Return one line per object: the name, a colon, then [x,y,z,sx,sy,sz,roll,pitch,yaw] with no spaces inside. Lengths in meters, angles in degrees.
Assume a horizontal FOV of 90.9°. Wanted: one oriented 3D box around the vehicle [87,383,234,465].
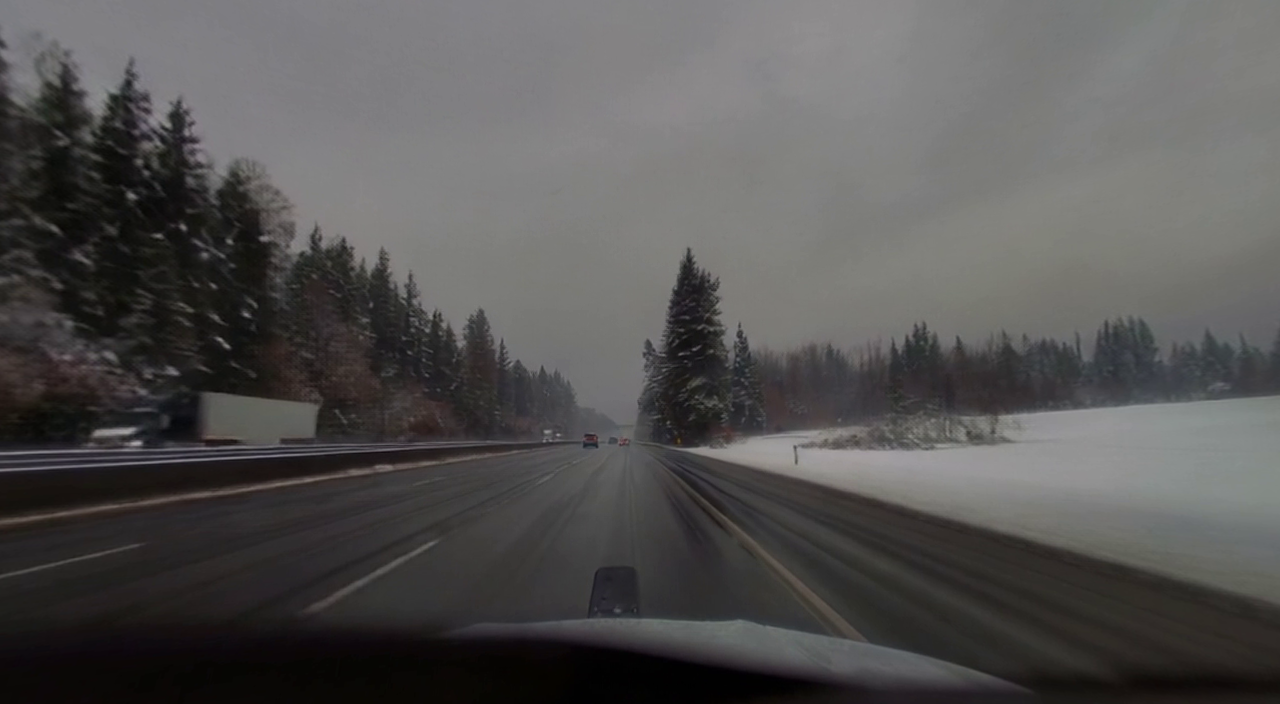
vehicle: [-25.023,3.841,33.362,3.013,3.897,6.007,0,-8,-2]
